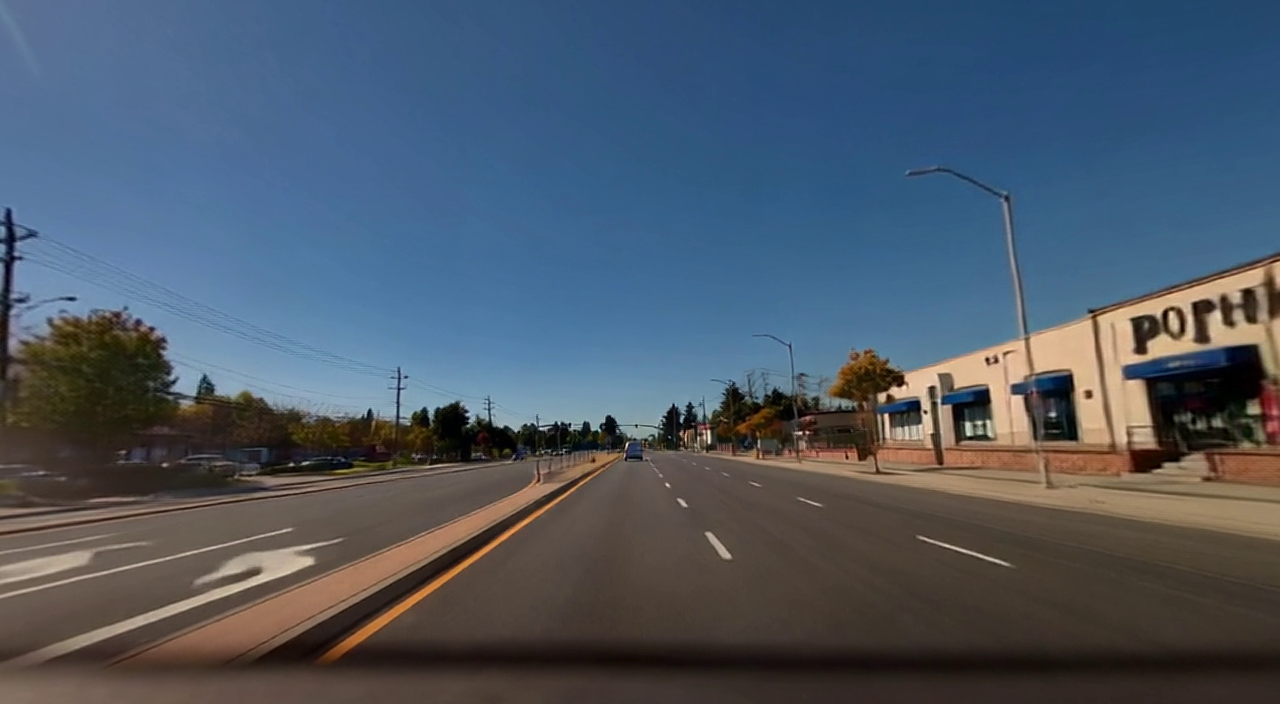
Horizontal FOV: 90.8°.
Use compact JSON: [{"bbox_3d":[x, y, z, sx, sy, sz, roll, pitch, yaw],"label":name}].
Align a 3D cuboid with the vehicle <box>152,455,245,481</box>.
[{"bbox_3d":[-31.113,8.194,44.639,4.919,1.720,2.217,0,-8,0],"label":"vehicle"}]
